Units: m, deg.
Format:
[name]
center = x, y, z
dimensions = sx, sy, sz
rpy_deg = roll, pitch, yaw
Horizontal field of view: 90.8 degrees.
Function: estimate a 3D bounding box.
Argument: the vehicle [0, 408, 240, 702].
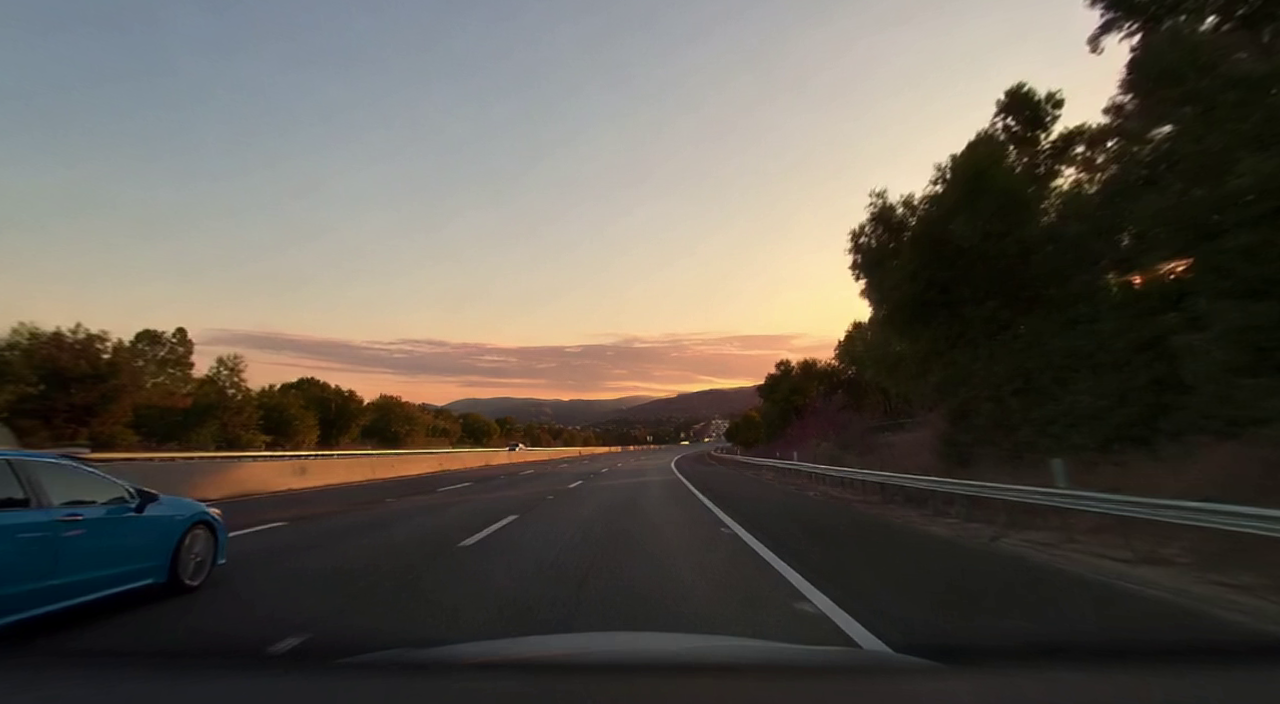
[vehicle]
center = -4.280, 1.052, 3.252
dimensions = 1.928, 1.504, 3.745
rpy_deg = 0, -9, 0
